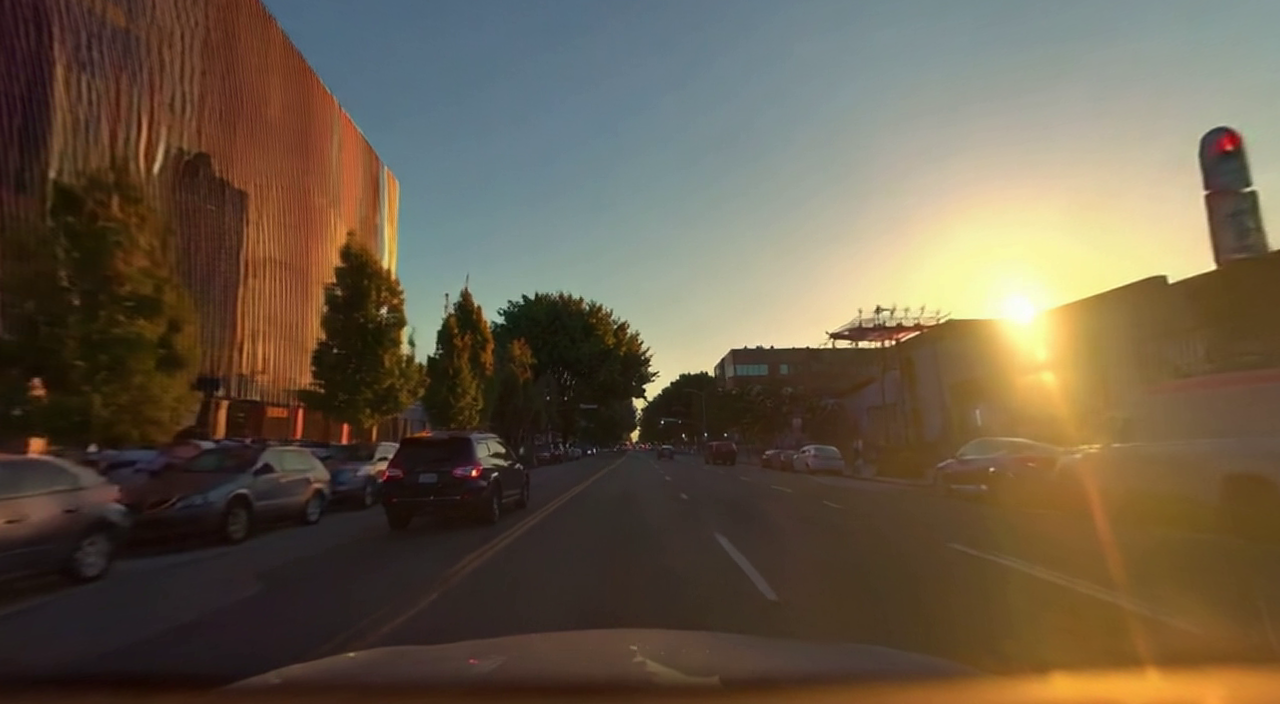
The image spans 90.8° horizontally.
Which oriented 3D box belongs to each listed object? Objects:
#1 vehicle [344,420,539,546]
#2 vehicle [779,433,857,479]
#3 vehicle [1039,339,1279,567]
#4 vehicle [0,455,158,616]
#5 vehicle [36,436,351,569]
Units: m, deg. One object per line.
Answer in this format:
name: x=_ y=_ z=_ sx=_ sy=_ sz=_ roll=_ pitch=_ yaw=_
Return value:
vehicle: x=-3.181 y=2.204 z=11.244 sx=2.002 sy=1.756 sz=4.366 roll=-1 pitch=-9 yaw=1
vehicle: x=9.050 y=5.375 z=32.753 sx=2.249 sy=2.117 sz=5.743 roll=-1 pitch=-9 yaw=0
vehicle: x=9.114 y=1.519 z=9.626 sx=2.285 sy=2.778 sz=5.847 roll=-1 pitch=-9 yaw=2
vehicle: x=-6.902 y=1.698 z=5.623 sx=1.806 sy=1.466 sz=4.373 roll=-1 pitch=-9 yaw=-1
vehicle: x=-7.066 y=2.373 z=10.910 sx=1.860 sy=1.723 sz=4.950 roll=-1 pitch=-9 yaw=-1
